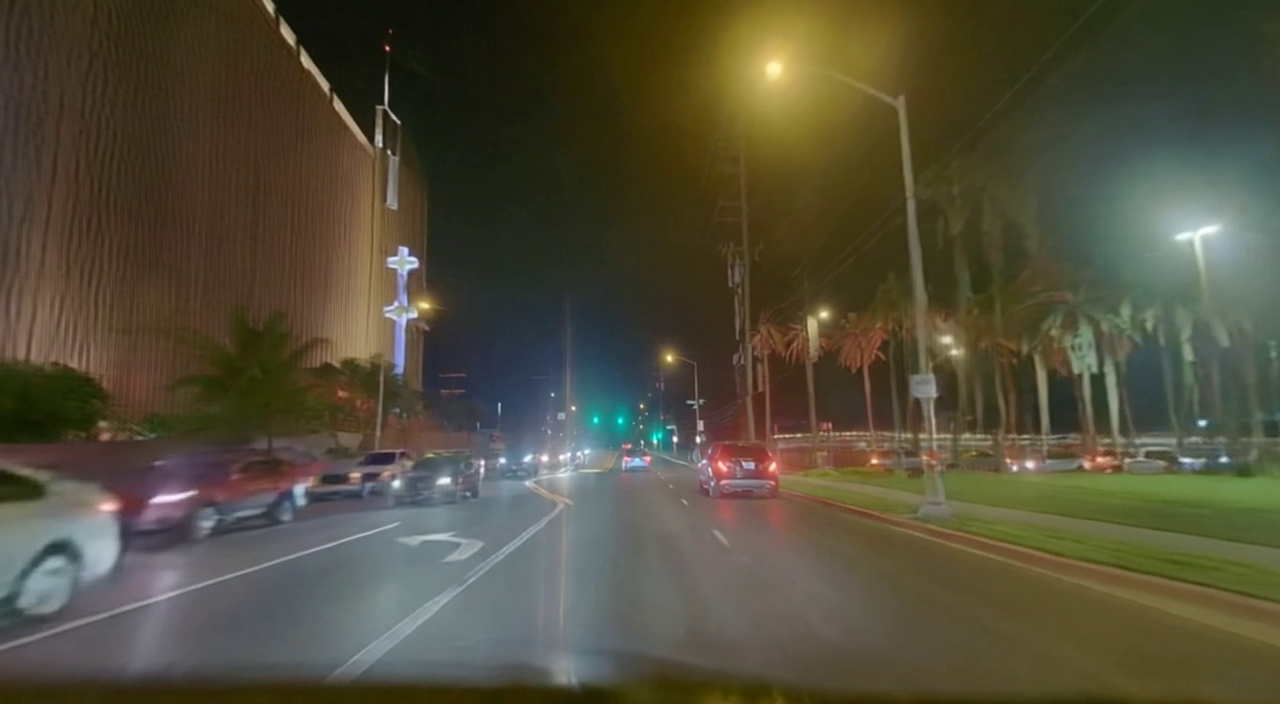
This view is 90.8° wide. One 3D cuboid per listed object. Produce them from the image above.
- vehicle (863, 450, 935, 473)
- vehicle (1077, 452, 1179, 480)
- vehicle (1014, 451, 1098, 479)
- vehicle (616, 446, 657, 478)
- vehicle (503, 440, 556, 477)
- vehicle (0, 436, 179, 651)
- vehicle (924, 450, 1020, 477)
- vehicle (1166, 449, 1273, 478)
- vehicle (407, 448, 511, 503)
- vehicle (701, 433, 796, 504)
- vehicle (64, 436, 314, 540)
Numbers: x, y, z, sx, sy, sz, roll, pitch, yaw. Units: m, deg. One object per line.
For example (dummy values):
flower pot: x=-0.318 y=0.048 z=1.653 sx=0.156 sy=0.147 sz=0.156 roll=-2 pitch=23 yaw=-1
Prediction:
vehicle: x=20.164 y=8.517 z=49.353 sx=4.540 sy=1.386 sz=2.337 roll=-4 pitch=-8 yaw=-1
vehicle: x=30.000 y=7.008 z=38.946 sx=4.463 sy=1.600 sz=2.122 roll=0 pitch=-8 yaw=0
vehicle: x=25.515 y=6.926 z=38.881 sx=3.611 sy=1.590 sz=2.171 roll=0 pitch=-8 yaw=-1
vehicle: x=-0.208 y=6.164 z=35.735 sx=2.196 sy=1.655 sz=3.939 roll=0 pitch=-8 yaw=0
vehicle: x=-5.979 y=5.795 z=34.730 sx=2.106 sy=1.890 sz=4.783 roll=0 pitch=-8 yaw=-1
vehicle: x=-5.695 y=1.301 z=3.969 sx=2.135 sy=1.542 sz=4.575 roll=0 pitch=-8 yaw=0
vehicle: x=20.422 y=6.874 z=39.077 sx=4.673 sy=1.592 sz=2.193 roll=-1 pitch=-8 yaw=1
vehicle: x=35.875 y=6.890 z=39.192 sx=4.642 sy=1.646 sz=2.017 roll=0 pitch=-8 yaw=-1
vehicle: x=-5.783 y=3.976 z=20.812 sx=2.074 sy=1.541 sz=4.395 roll=0 pitch=-8 yaw=0
vehicle: x=3.102 y=3.441 z=19.060 sx=1.995 sy=1.858 sz=4.333 roll=0 pitch=-8 yaw=-1
vehicle: x=-9.216 y=2.756 z=13.518 sx=2.005 sy=1.841 sz=4.300 roll=-1 pitch=-8 yaw=2
